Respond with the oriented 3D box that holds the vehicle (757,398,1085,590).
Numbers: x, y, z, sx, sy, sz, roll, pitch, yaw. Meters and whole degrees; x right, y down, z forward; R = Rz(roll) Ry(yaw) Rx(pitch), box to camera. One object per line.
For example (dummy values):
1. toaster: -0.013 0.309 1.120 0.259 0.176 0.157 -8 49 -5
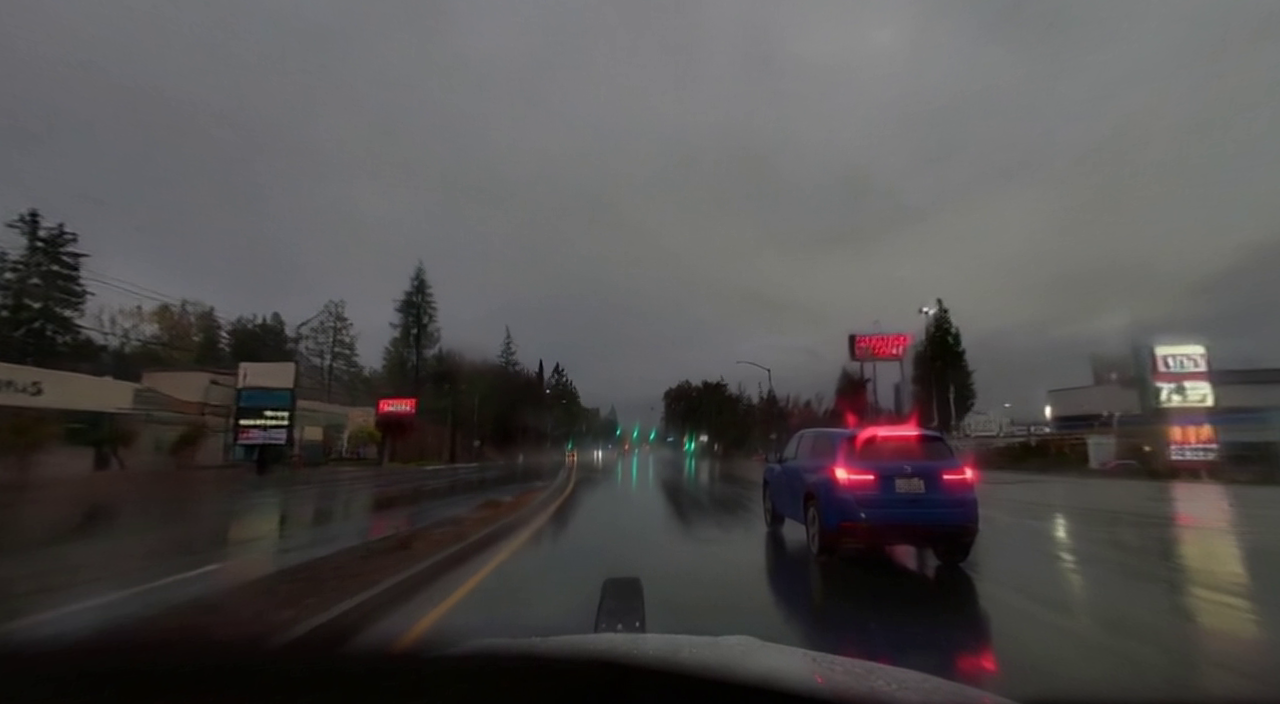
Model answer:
1. vehicle: 3.084 1.683 8.329 2.130 1.790 4.615 0 -9 -1
